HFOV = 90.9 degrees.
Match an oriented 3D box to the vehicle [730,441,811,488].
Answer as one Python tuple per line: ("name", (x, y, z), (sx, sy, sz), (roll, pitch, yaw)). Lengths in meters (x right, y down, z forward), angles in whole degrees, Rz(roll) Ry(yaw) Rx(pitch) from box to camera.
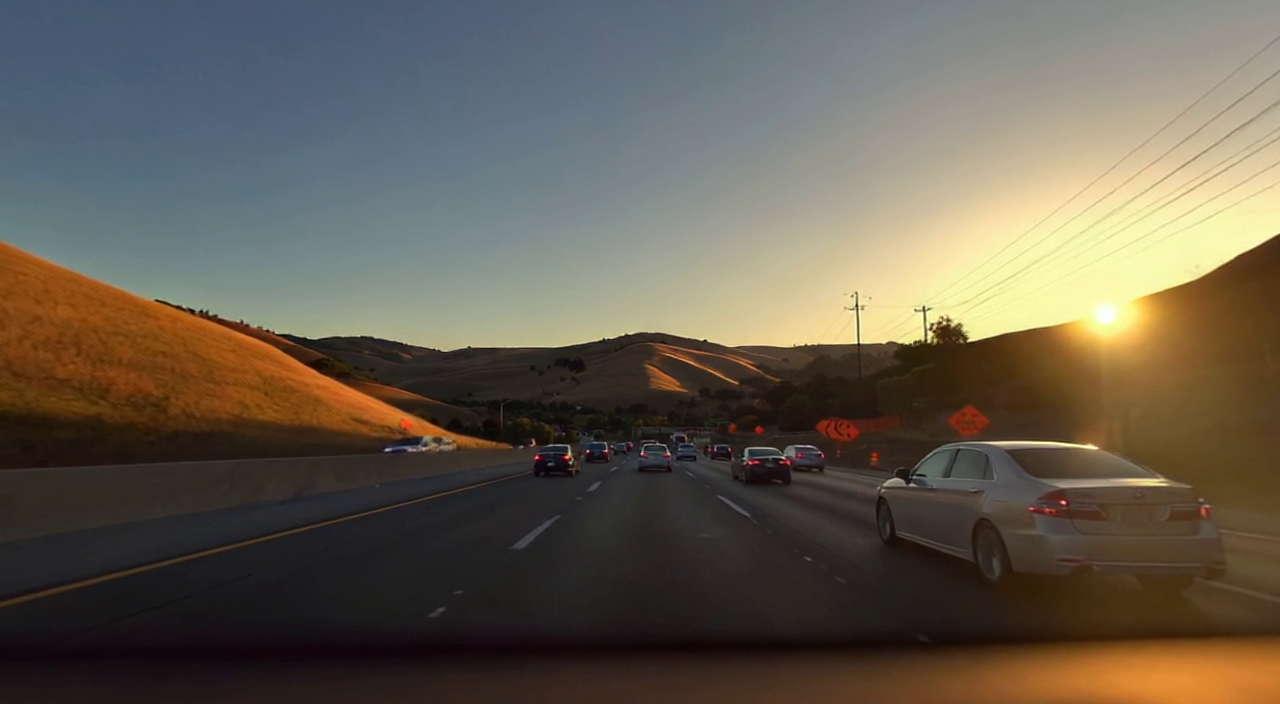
("vehicle", (4.470, 3.906, 22.198), (1.867, 1.465, 4.093), (0, -8, -2))

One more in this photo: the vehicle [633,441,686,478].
("vehicle", (0.799, 4.685, 27.701), (2.138, 1.473, 4.392), (0, -8, 0))

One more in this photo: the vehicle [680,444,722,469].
("vehicle", (3.749, 6.458, 39.338), (2.177, 1.453, 4.205), (0, -8, -1))

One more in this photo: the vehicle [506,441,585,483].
("vehicle", (-3.444, 4.107, 23.860), (2.232, 1.438, 4.163), (-1, -8, 2))

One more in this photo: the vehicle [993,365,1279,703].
("vehicle", (3.869, 0.884, 2.731), (2.018, 1.670, 4.658), (0, -8, 1))

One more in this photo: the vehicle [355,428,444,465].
("vehicle", (-13.971, 5.560, 37.210), (2.547, 1.937, 6.432), (-1, -8, 1))
